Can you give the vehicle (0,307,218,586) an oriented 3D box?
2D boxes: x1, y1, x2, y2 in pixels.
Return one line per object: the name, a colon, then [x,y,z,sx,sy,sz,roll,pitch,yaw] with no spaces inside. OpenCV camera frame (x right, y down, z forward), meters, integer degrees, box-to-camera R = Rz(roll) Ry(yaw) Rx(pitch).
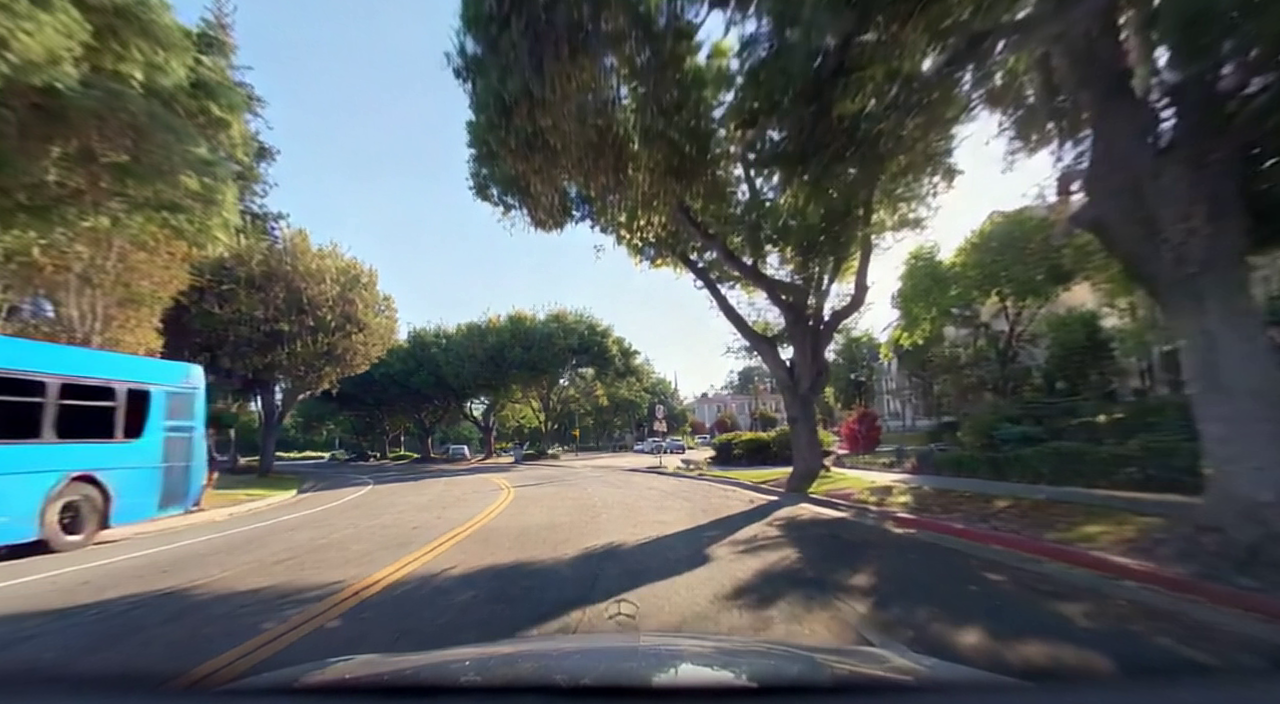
vehicle: [-8.376,0.902,5.984,2.886,2.994,8.380,0,-8,0]
